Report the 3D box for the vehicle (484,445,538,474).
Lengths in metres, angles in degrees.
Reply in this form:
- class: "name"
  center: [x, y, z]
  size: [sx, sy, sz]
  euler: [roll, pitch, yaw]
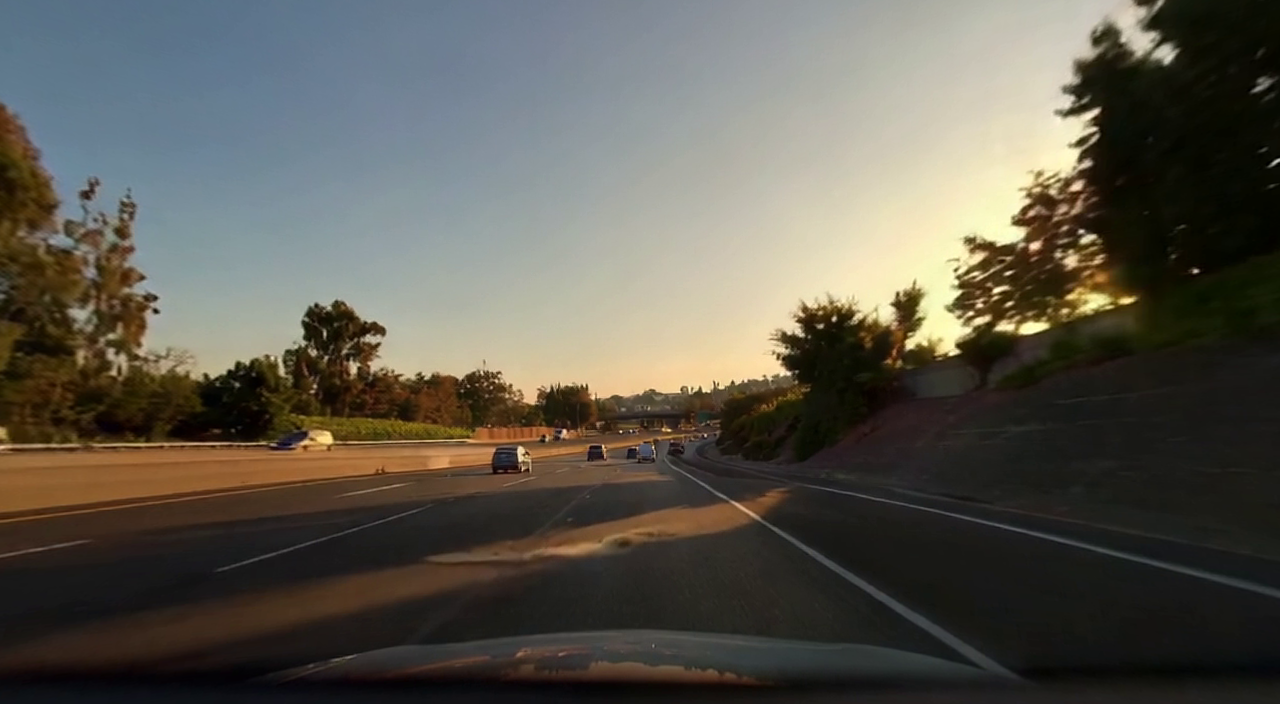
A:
- class: "vehicle"
  center: [-6.970, 5.841, 34.454]
  size: [1.966, 1.488, 4.243]
  euler: [-1, -9, 2]
